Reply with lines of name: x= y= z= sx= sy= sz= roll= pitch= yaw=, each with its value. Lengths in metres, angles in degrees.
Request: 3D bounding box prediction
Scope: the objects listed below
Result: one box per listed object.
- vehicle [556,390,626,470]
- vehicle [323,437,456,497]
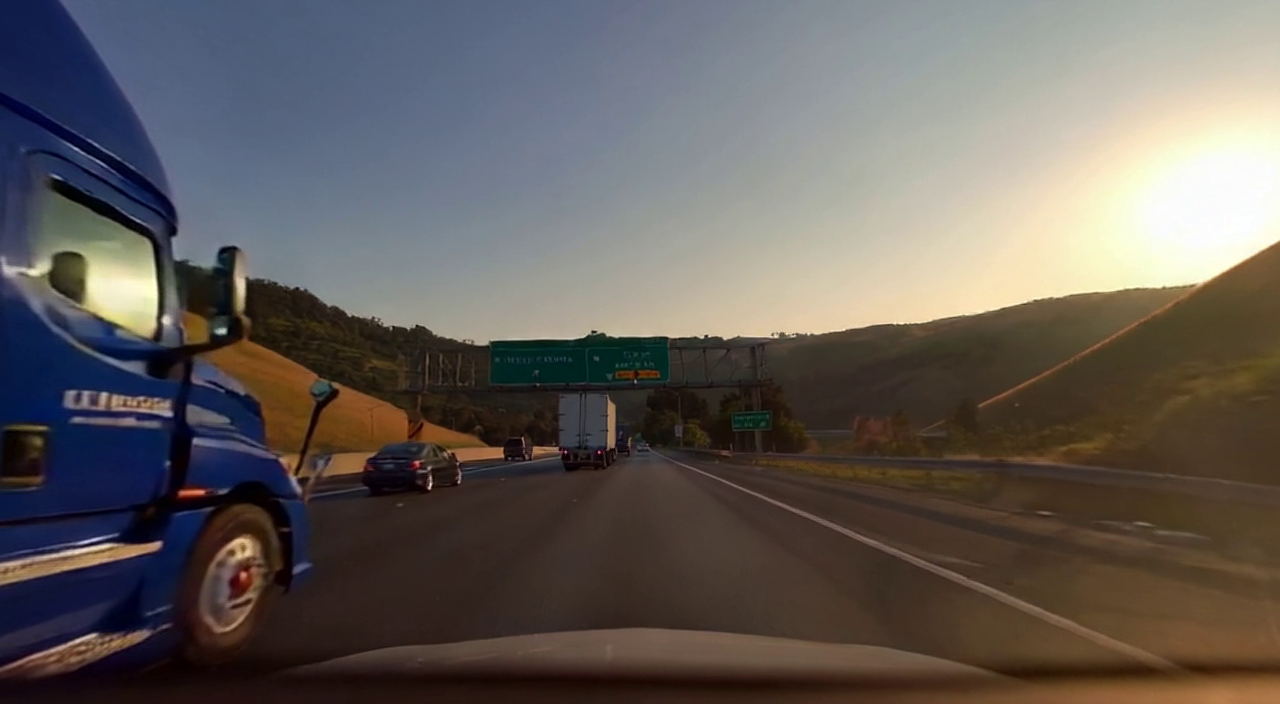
vehicle: x=-2.852 y=5.479 z=42.709 sx=3.202 sy=4.352 sz=16.251 roll=0 pitch=-8 yaw=1
vehicle: x=-7.011 y=3.257 z=18.271 sx=1.911 sy=1.494 sz=4.555 roll=0 pitch=-8 yaw=1
